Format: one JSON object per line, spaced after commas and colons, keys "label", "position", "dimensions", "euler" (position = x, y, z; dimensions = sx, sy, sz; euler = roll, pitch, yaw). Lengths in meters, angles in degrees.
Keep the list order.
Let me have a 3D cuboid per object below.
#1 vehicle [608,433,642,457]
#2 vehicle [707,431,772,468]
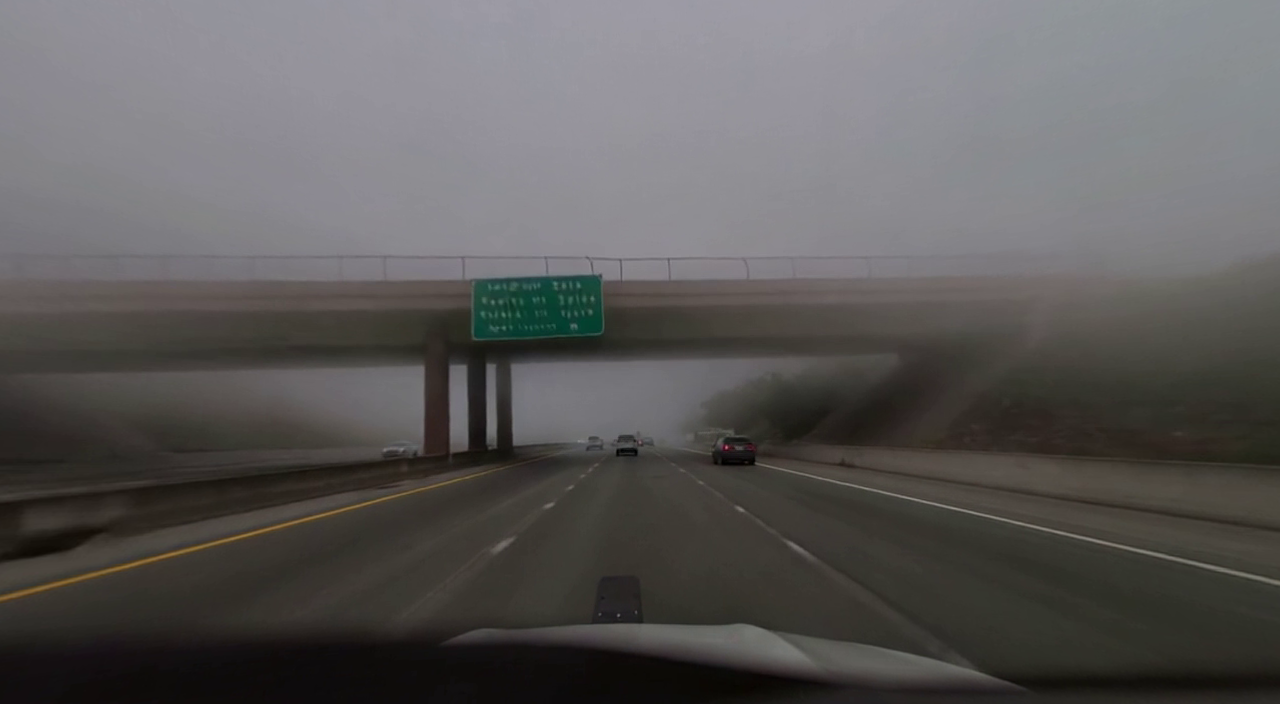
{"label": "vehicle", "position": [-0.927, 5.838, 39.622], "dimensions": [1.987, 1.440, 3.565], "euler": [0, -8, -1]}
{"label": "vehicle", "position": [4.308, 4.270, 27.952], "dimensions": [2.056, 1.508, 4.093], "euler": [0, -8, -2]}
